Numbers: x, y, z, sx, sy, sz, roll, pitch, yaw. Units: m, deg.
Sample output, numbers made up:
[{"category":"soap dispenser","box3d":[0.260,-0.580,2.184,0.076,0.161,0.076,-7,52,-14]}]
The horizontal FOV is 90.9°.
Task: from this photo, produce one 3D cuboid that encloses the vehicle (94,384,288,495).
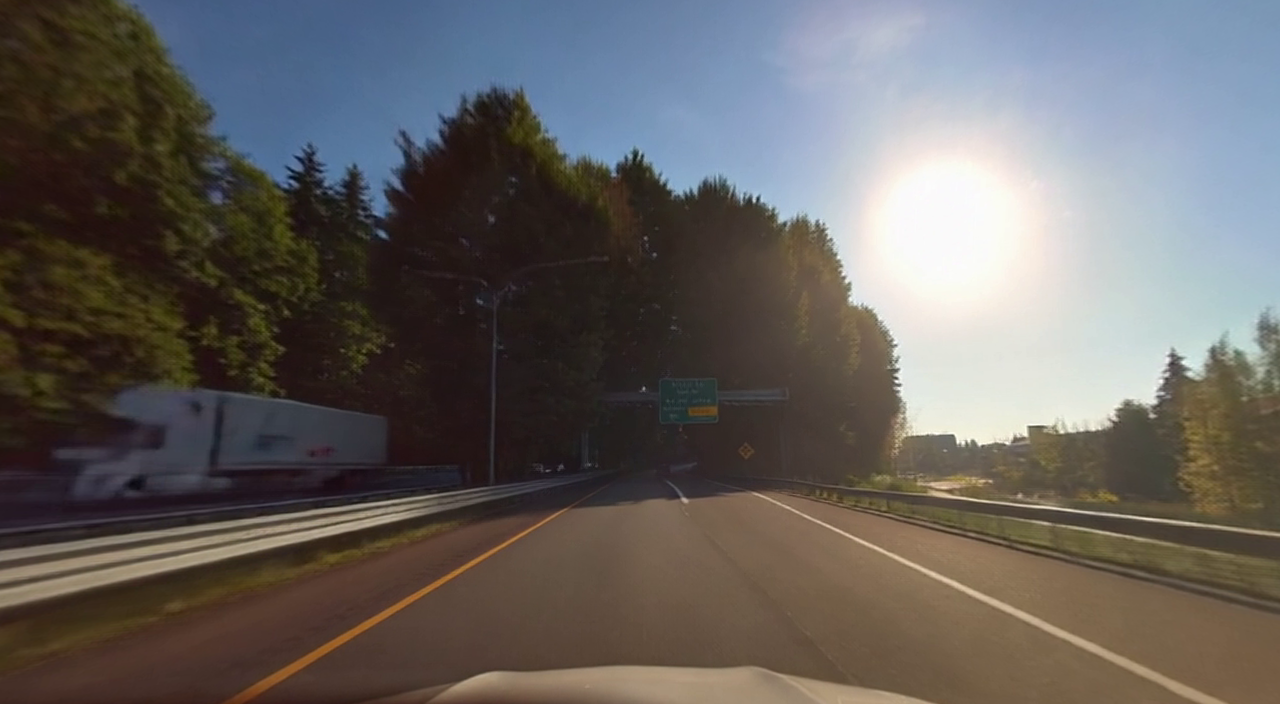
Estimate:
[{"category":"vehicle","box3d":[-17.378,3.583,25.068,3.016,3.847,5.834,1,-10,1]}]
